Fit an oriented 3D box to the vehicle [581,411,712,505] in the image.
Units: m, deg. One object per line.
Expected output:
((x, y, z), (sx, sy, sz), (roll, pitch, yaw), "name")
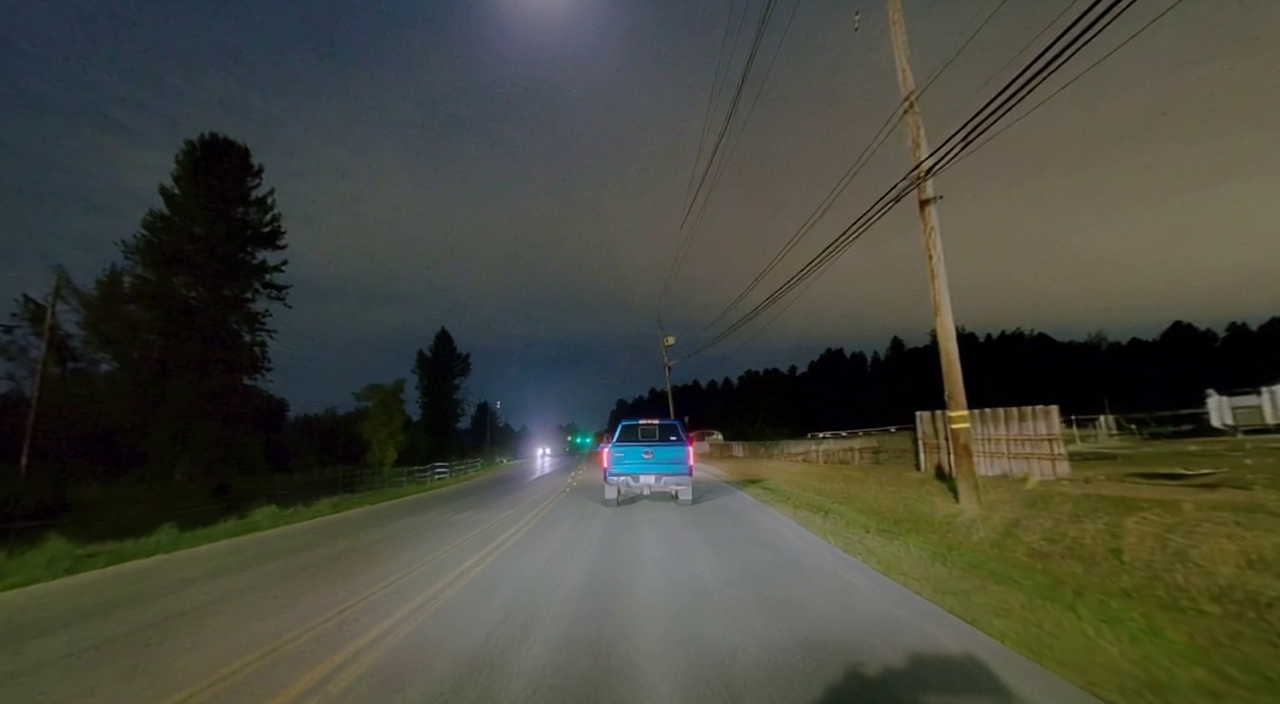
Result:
((0.007, 2.662, 16.288), (2.693, 1.941, 6.356), (0, -9, -2), "vehicle")
